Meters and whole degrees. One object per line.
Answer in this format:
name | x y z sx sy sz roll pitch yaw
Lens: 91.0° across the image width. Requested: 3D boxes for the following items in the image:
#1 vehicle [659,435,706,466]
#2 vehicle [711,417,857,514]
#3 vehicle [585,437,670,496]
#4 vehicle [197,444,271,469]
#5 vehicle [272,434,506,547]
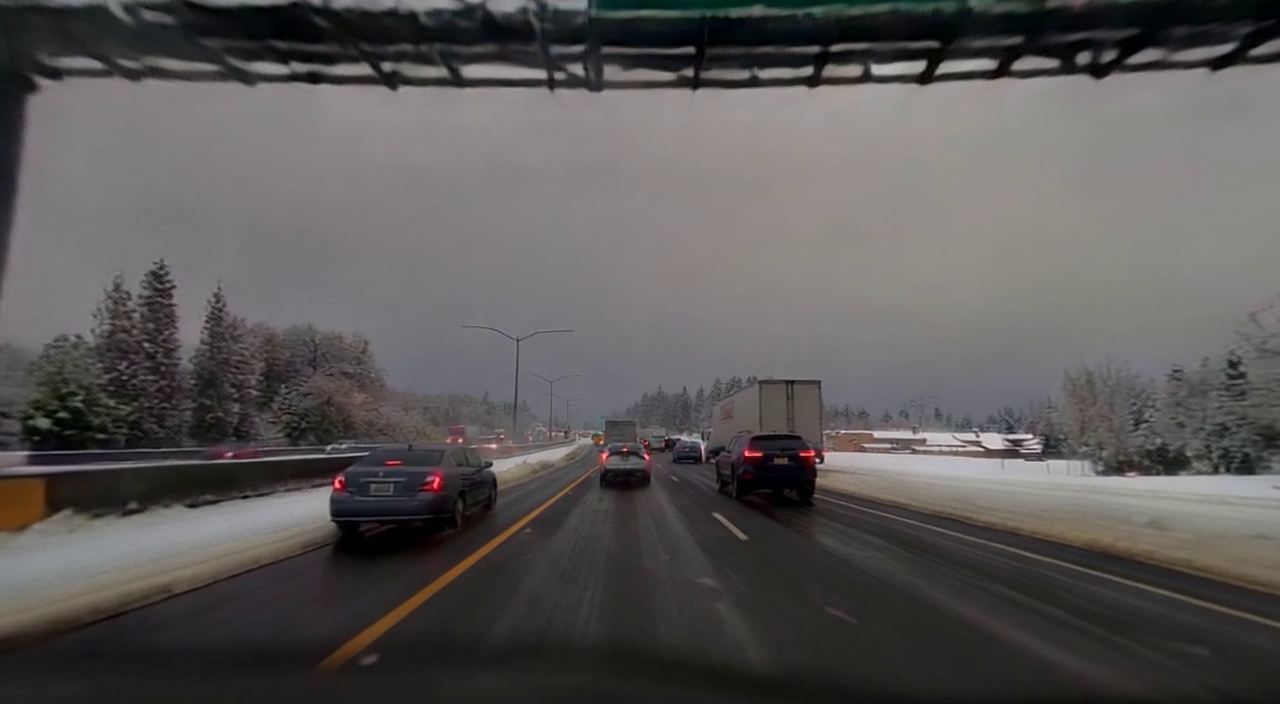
vehicle | 2.625 6.295 40.432 2.476 1.843 5.652 0 -8 -2
vehicle | 3.073 2.550 14.588 2.173 1.870 4.499 0 -8 -2
vehicle | -0.339 3.197 17.959 2.136 1.470 3.971 0 -8 -1
vehicle | -26.379 6.762 41.073 1.883 1.473 4.766 0 -8 -3
vehicle | -3.681 2.095 10.297 1.998 1.423 4.436 0 -8 0
